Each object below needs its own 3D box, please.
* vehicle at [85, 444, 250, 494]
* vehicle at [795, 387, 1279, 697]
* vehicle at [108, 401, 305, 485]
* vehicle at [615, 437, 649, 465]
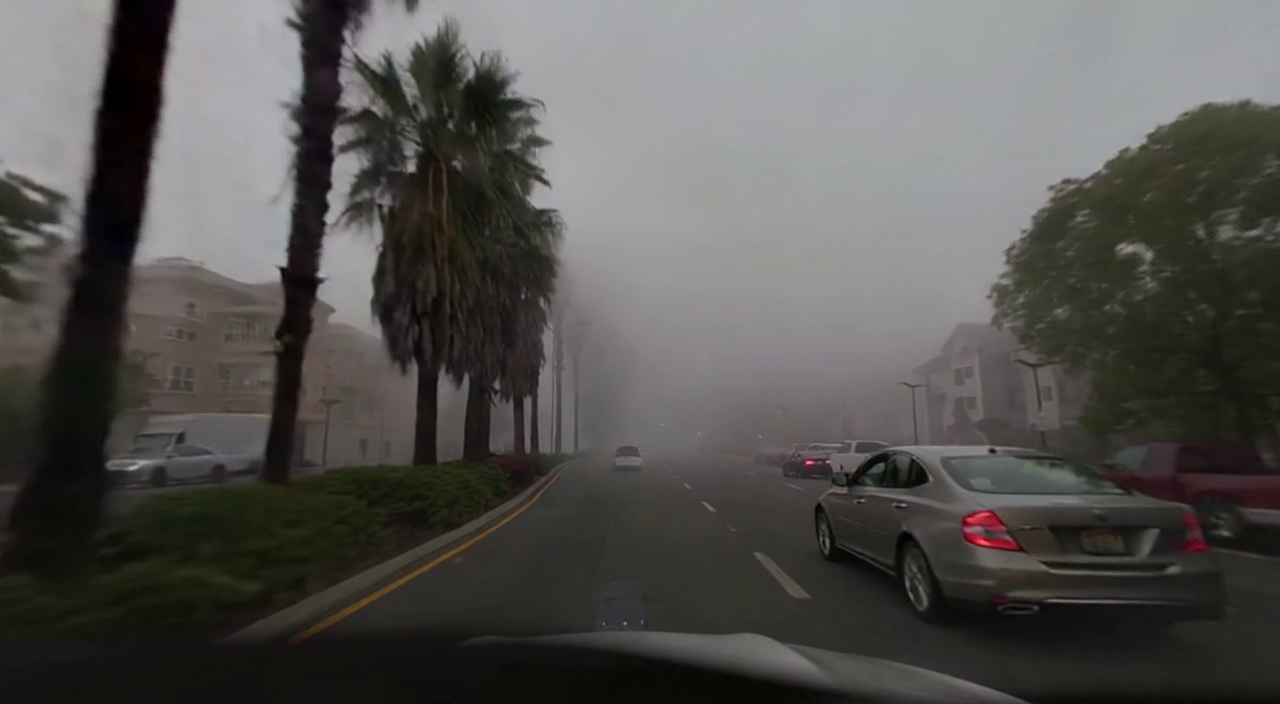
[{"bbox_3d":[-15.506,3.819,21.090,1.783,1.477,4.624,0,-9,3],"label":"vehicle"},{"bbox_3d":[2.944,1.326,5.569,2.009,1.639,4.267,0,-9,-1],"label":"vehicle"},{"bbox_3d":[-18.971,4.145,28.524,2.933,3.159,8.124,-2,-9,2],"label":"vehicle"},{"bbox_3d":[-0.488,6.440,41.079,2.087,1.709,4.076,0,-8,0],"label":"vehicle"}]
